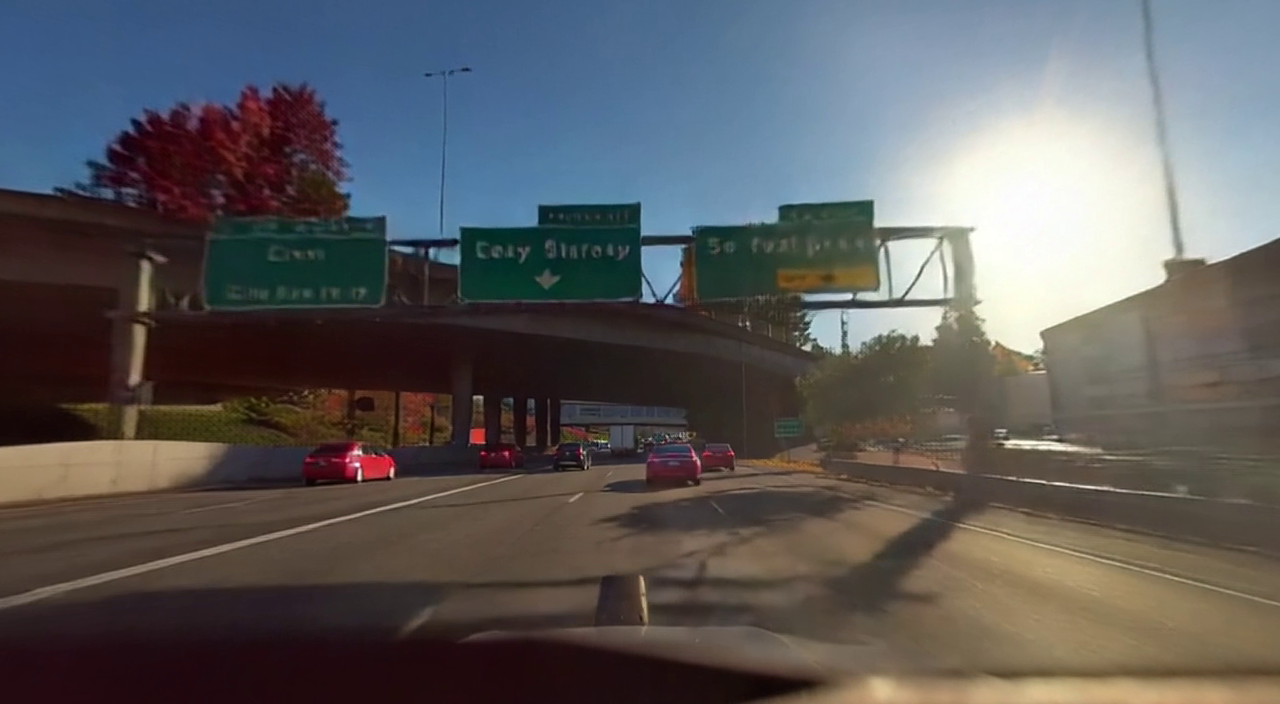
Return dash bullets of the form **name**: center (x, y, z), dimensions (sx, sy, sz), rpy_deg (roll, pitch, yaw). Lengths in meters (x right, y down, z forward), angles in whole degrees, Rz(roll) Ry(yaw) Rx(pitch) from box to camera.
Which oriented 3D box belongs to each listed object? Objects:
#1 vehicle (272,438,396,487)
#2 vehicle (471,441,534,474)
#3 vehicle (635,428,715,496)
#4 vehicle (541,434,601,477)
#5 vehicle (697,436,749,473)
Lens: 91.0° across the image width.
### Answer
- **vehicle**: center (-10.713, 3.886, 22.490), dimensions (2.006, 1.509, 4.634), rpy_deg (0, -9, 1)
- **vehicle**: center (-6.885, 5.337, 32.087), dimensions (2.057, 1.496, 4.661), rpy_deg (0, -9, 1)
- **vehicle**: center (0.990, 3.233, 18.787), dimensions (2.101, 1.742, 4.495), rpy_deg (0, -9, 2)
- **vehicle**: center (-2.995, 4.621, 28.294), dimensions (2.111, 1.742, 4.315), rpy_deg (0, -9, 2)
- **vehicle**: center (4.337, 5.440, 33.579), dimensions (2.193, 1.778, 4.488), rpy_deg (0, -9, 0)
